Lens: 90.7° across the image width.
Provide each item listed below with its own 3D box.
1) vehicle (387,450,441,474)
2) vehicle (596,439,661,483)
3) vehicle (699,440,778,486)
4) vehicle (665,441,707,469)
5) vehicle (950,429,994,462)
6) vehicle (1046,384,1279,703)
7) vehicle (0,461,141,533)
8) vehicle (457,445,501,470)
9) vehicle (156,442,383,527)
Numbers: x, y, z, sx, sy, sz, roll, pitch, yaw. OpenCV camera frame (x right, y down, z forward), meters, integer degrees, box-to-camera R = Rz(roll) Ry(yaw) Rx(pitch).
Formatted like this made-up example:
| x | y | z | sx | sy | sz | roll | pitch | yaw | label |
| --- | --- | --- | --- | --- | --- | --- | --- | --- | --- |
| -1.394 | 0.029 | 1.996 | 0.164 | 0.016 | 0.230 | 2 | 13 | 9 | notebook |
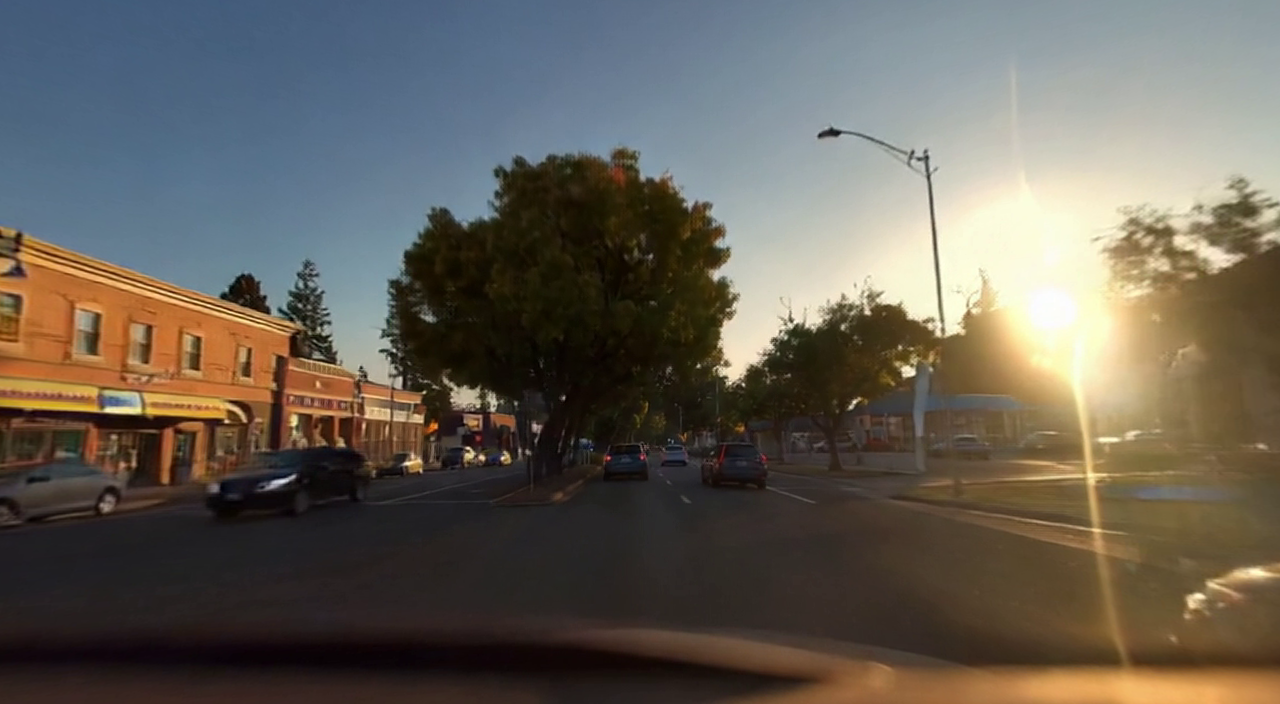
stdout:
| x | y | z | sx | sy | sz | roll | pitch | yaw | label |
| --- | --- | --- | --- | --- | --- | --- | --- | --- | --- |
| -15.475 | 7.551 | 43.562 | 1.842 | 1.509 | 4.881 | -1 | -9 | 1 | vehicle |
| -0.429 | 4.093 | 24.112 | 2.232 | 1.508 | 4.319 | 0 | -9 | -1 | vehicle |
| 3.388 | 3.911 | 22.603 | 2.060 | 1.471 | 4.168 | 0 | -9 | -1 | vehicle |
| 2.718 | 6.181 | 38.170 | 2.098 | 1.527 | 3.966 | 0 | -9 | -2 | vehicle |
| 18.598 | 5.228 | 35.488 | 1.937 | 1.691 | 4.746 | -5 | -10 | 26 | vehicle |
| 3.101 | 0.676 | 0.823 | 2.097 | 1.502 | 4.470 | 0 | -9 | -1 | vehicle |
| -14.971 | 3.426 | 15.277 | 2.007 | 1.463 | 4.792 | 0 | -9 | -1 | vehicle |
| -11.306 | 7.439 | 44.721 | 1.997 | 1.677 | 4.327 | 0 | -9 | -1 | vehicle |
| -7.860 | 2.822 | 14.191 | 2.240 | 1.550 | 4.760 | 0 | -9 | 0 | vehicle |
